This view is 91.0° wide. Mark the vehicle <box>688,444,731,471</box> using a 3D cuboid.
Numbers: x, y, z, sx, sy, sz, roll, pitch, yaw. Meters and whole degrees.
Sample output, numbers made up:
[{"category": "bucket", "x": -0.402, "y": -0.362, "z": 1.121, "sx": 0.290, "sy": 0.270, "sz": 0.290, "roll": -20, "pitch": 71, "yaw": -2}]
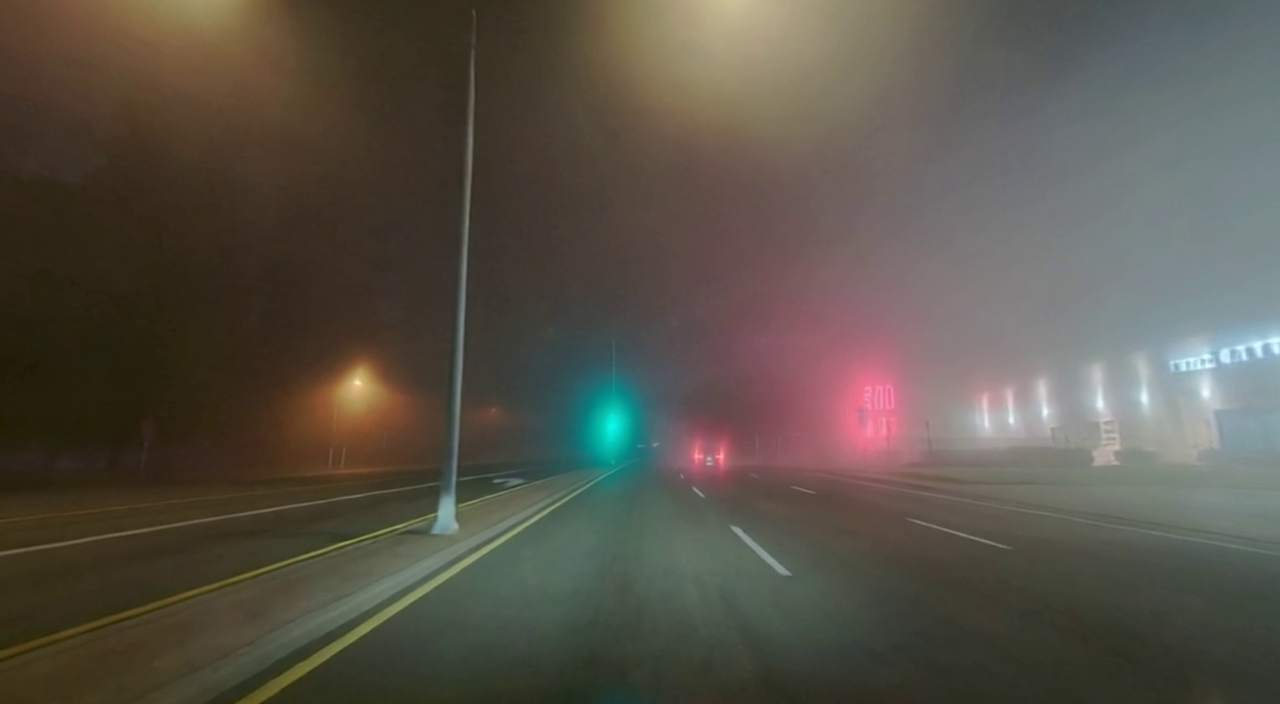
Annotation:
[{"category": "vehicle", "x": 4.091, "y": 6.282, "z": 37.587, "sx": 2.015, "sy": 1.479, "sz": 4.444, "roll": 0, "pitch": -9, "yaw": 0}]
